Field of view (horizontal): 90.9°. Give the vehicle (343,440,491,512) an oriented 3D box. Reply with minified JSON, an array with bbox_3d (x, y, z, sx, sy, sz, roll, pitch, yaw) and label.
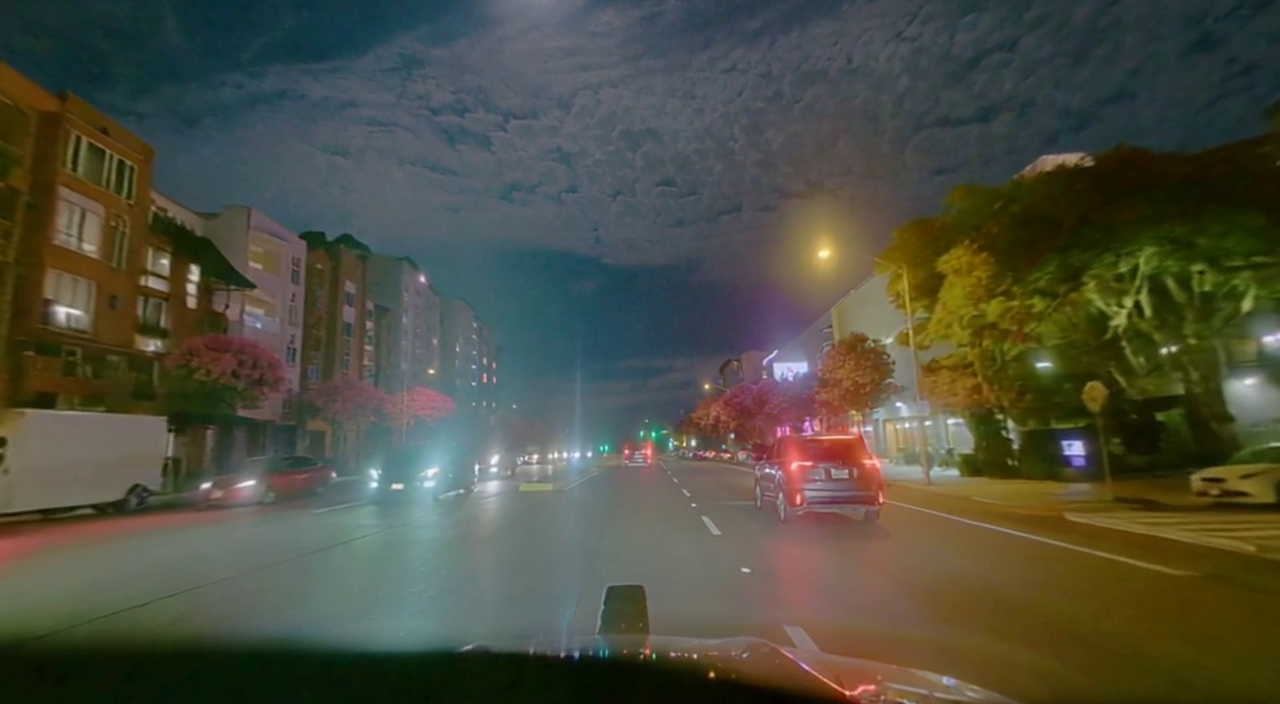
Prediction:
[{"bbox_3d":[-5.592,3.119,16.546,2.012,1.501,4.626,-2,-7,3],"label":"vehicle"}]

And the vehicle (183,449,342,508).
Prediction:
[{"bbox_3d":[-11.353,3.780,19.435,1.932,1.521,4.738,0,-8,1],"label":"vehicle"}]

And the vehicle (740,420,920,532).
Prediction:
[{"bbox_3d":[3.365,2.290,12.291,2.071,1.747,4.549,0,-8,0],"label":"vehicle"}]

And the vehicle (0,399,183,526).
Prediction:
[{"bbox_3d":[-16.142,2.903,16.870,2.449,2.924,6.859,0,-8,1],"label":"vehicle"}]

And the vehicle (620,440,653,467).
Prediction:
[{"bbox_3d":[-0.239,7.405,46.167,2.244,1.813,4.129,0,-8,0],"label":"vehicle"}]
